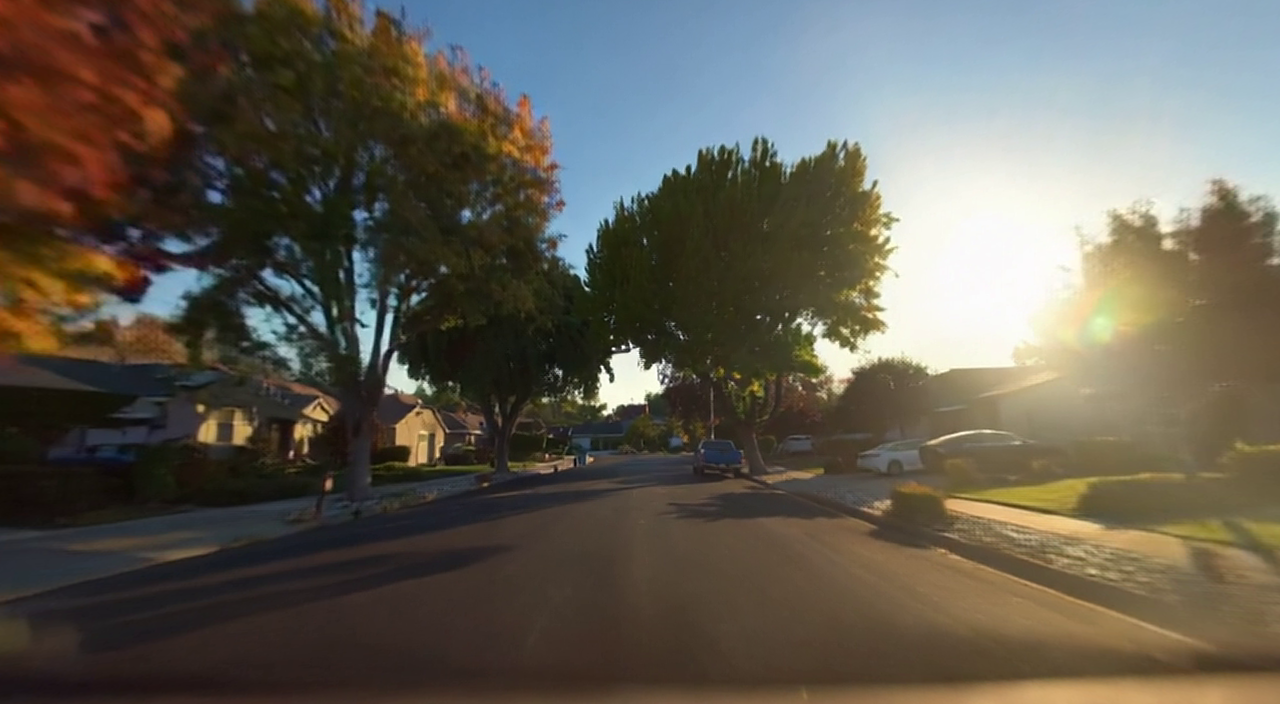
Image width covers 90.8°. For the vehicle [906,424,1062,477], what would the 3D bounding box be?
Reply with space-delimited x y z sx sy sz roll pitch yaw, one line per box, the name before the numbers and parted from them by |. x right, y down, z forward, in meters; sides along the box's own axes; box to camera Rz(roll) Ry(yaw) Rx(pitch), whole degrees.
vehicle | 11.663 3.351 21.695 4.069 1.680 2.156 0 -7 3

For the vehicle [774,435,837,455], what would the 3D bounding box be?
vehicle | 12.917 7.307 49.602 4.486 1.579 1.880 -1 -9 5

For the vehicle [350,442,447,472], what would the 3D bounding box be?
vehicle | -12.520 5.468 32.892 4.225 1.498 1.917 0 -8 2

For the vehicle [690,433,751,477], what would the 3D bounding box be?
vehicle | 3.908 5.135 31.809 2.313 1.962 6.029 0 -8 1

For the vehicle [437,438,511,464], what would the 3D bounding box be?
vehicle | -12.220 7.311 46.604 4.807 1.846 2.024 -1 -9 4
